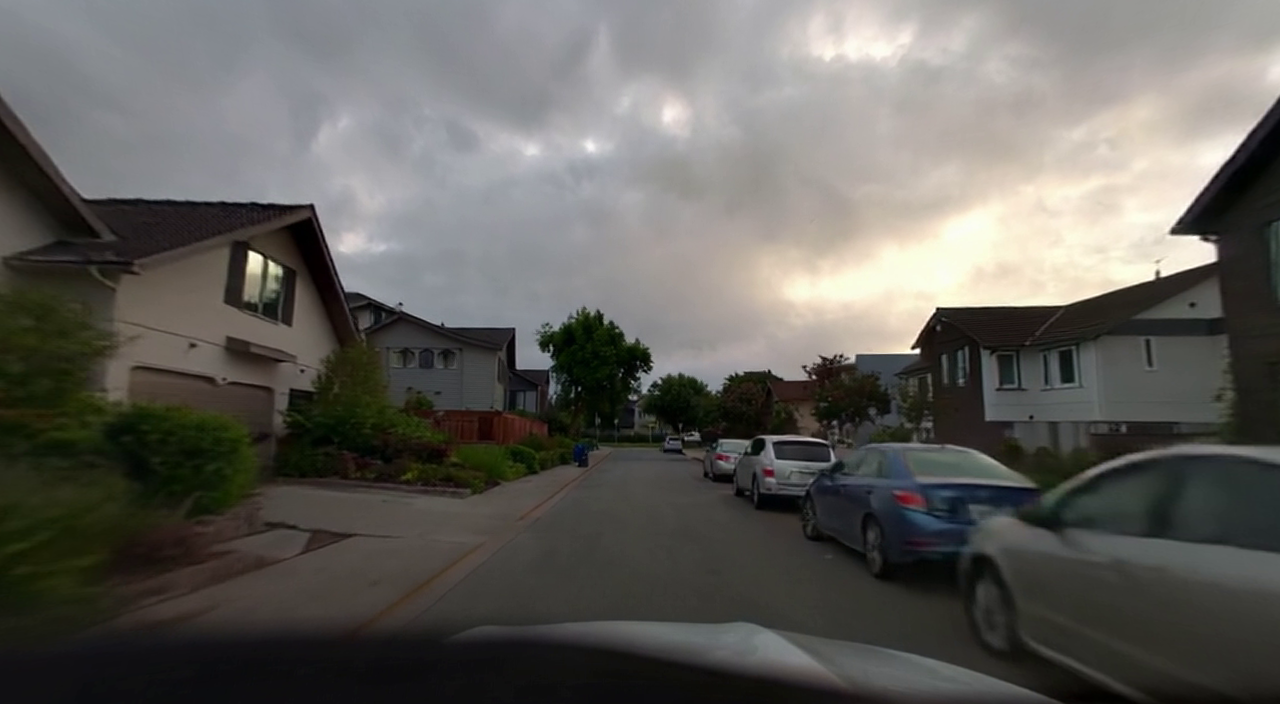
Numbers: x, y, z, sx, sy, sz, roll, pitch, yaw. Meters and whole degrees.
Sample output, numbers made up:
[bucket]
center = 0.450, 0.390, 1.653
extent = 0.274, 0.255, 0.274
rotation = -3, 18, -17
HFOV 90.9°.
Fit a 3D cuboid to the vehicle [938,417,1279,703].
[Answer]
[vehicle]
center = 3.318, 1.096, 3.034
extent = 2.036, 1.510, 3.505
rotation = 0, -7, 0
